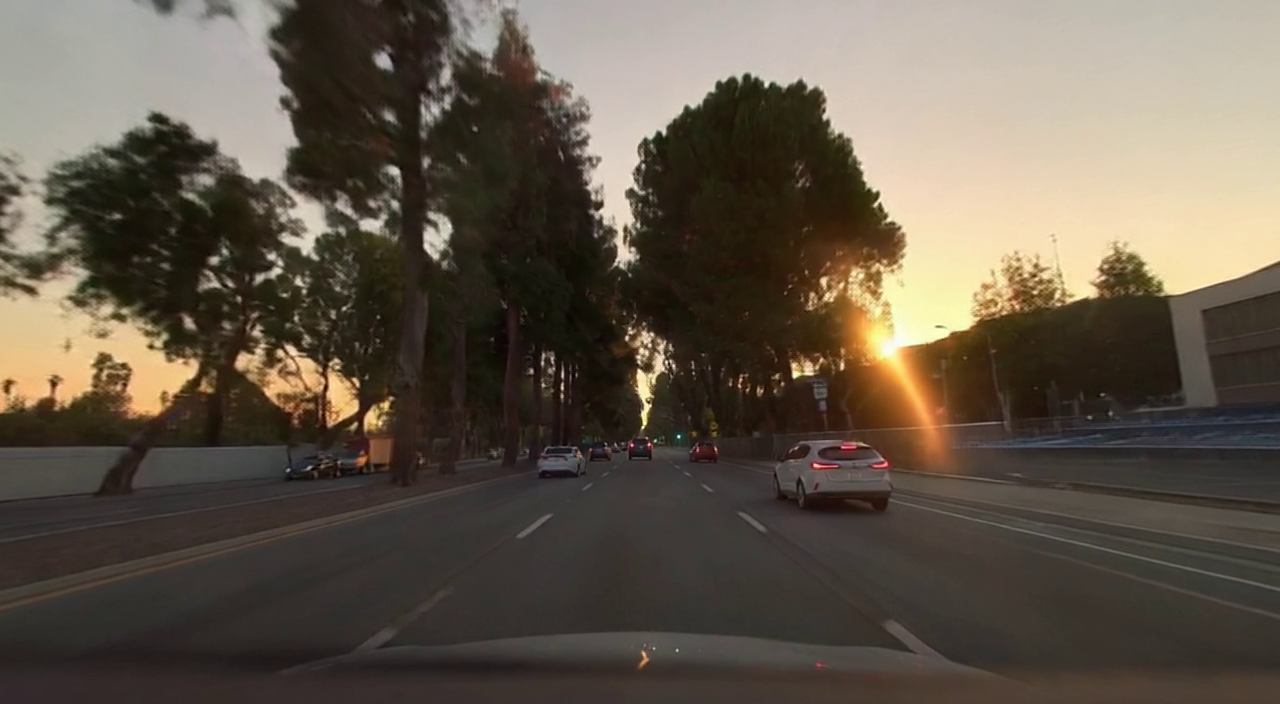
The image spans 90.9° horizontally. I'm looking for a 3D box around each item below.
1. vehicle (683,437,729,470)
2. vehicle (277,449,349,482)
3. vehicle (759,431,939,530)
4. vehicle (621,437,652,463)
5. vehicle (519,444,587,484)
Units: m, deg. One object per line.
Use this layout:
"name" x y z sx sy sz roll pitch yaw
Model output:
"vehicle" 3.550 5.542 34.649 1.980 1.709 4.367 0 -8 -1
"vehicle" -22.409 7.744 43.470 2.159 1.908 5.564 -2 -8 -1
"vehicle" 3.619 2.283 11.867 1.919 1.502 4.232 0 -8 0
"vehicle" -0.284 7.431 47.915 2.247 1.882 4.603 0 -8 -1
"vehicle" -3.189 4.177 23.899 2.013 1.354 3.908 0 -8 0
